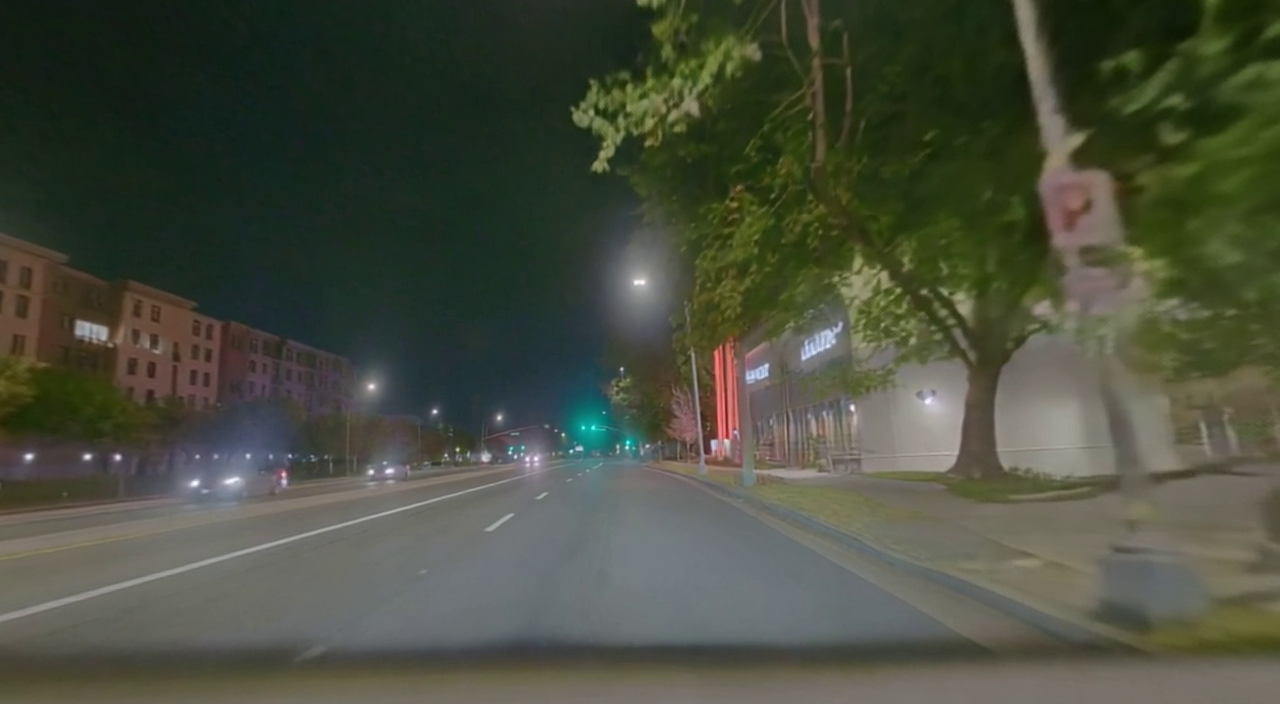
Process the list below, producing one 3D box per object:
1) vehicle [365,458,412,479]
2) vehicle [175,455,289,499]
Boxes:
[{"bbox_3d":[-19.597,9.059,49.197,1.834,1.469,4.496,0,-8,-1],"label":"vehicle"},{"bbox_3d":[-18.914,5.788,29.521,2.067,1.806,4.832,0,-8,0],"label":"vehicle"}]
